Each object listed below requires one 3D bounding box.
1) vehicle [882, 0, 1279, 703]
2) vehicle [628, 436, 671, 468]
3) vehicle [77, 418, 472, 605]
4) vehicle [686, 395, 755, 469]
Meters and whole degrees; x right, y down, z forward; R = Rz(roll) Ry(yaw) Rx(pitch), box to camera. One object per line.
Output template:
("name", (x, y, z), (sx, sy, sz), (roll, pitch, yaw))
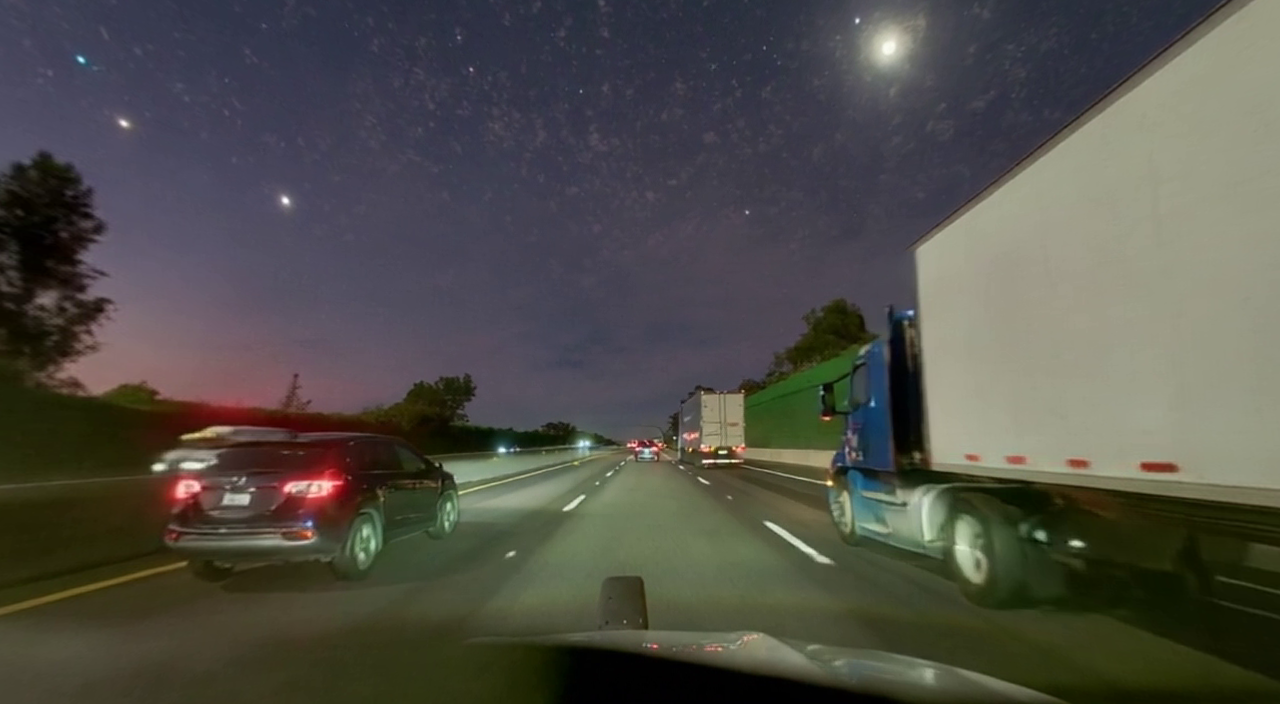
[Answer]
("vehicle", (4.137, 0.066, 2.981), (2.742, 3.383, 8.285), (0, -8, 1))
("vehicle", (0.534, 5.866, 37.291), (2.389, 1.760, 4.473), (0, -8, 0))
("vehicle", (-3.503, 1.584, 7.185), (1.988, 1.488, 4.113), (0, -8, 1))
("vehicle", (5.091, 5.530, 42.706), (3.117, 4.150, 13.929), (0, -8, 1))
